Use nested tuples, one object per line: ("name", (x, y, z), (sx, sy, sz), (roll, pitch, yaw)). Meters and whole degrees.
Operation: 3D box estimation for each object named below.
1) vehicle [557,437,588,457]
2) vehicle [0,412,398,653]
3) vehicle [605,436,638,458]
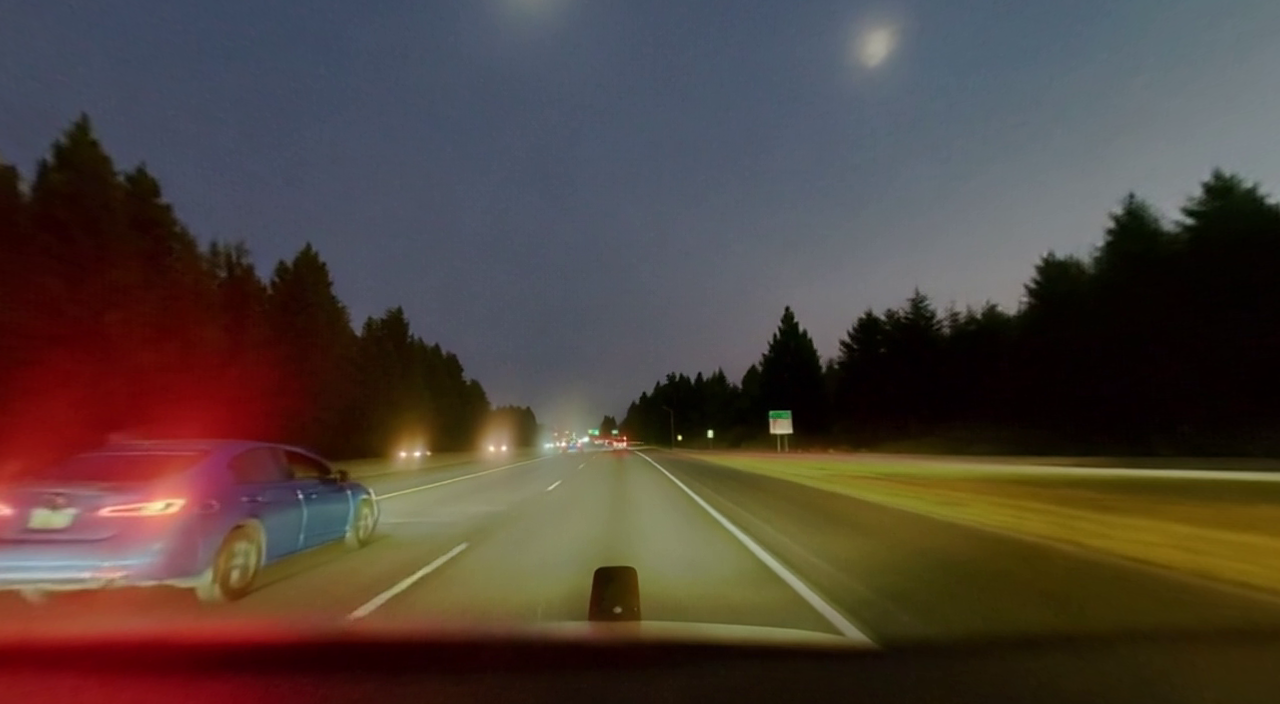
("vehicle", (-5.016, 7.092, 47.228), (1.907, 1.445, 4.049), (0, -8, -1))
("vehicle", (-4.092, 1.396, 6.018), (1.958, 1.477, 4.121), (0, -8, -1))
("vehicle", (-1.278, 6.650, 44.167), (2.162, 1.460, 4.242), (0, -8, -2))
